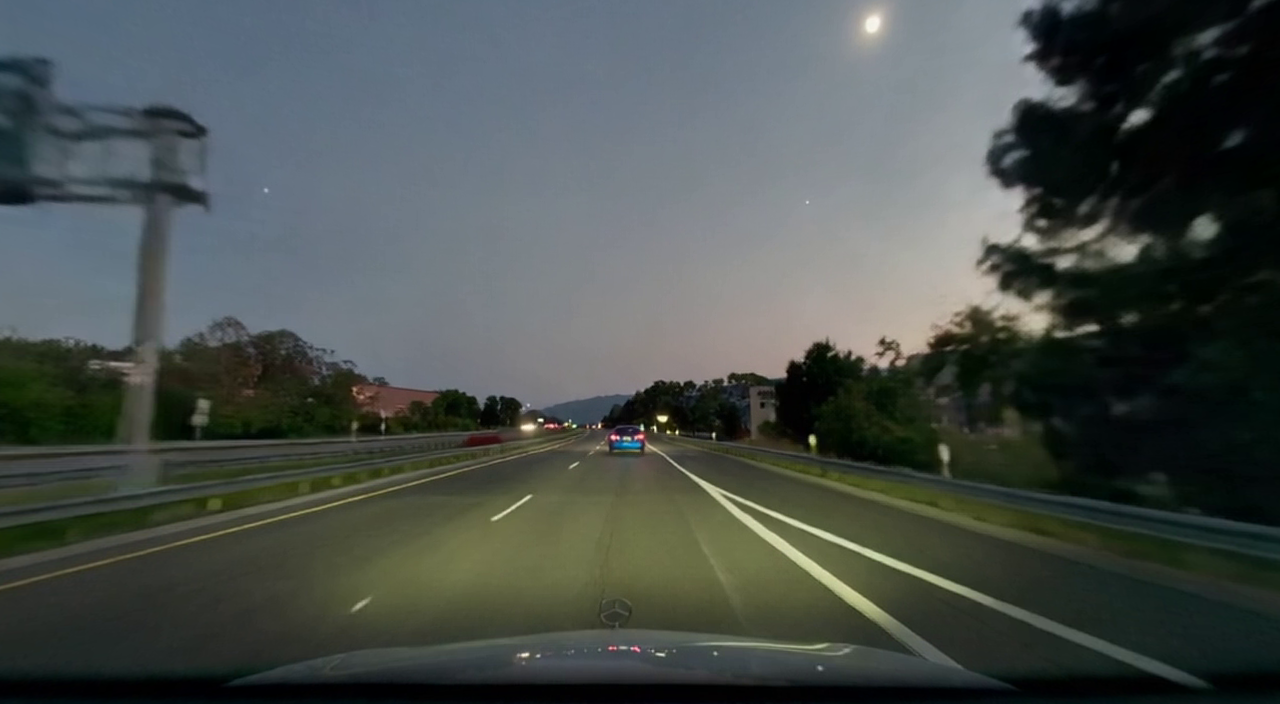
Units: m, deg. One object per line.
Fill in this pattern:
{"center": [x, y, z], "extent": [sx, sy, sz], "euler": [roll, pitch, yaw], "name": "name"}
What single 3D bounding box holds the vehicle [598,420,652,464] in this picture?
{"center": [-0.625, 3.652, 25.831], "extent": [2.020, 1.633, 3.942], "euler": [0, -7, -2], "name": "vehicle"}
